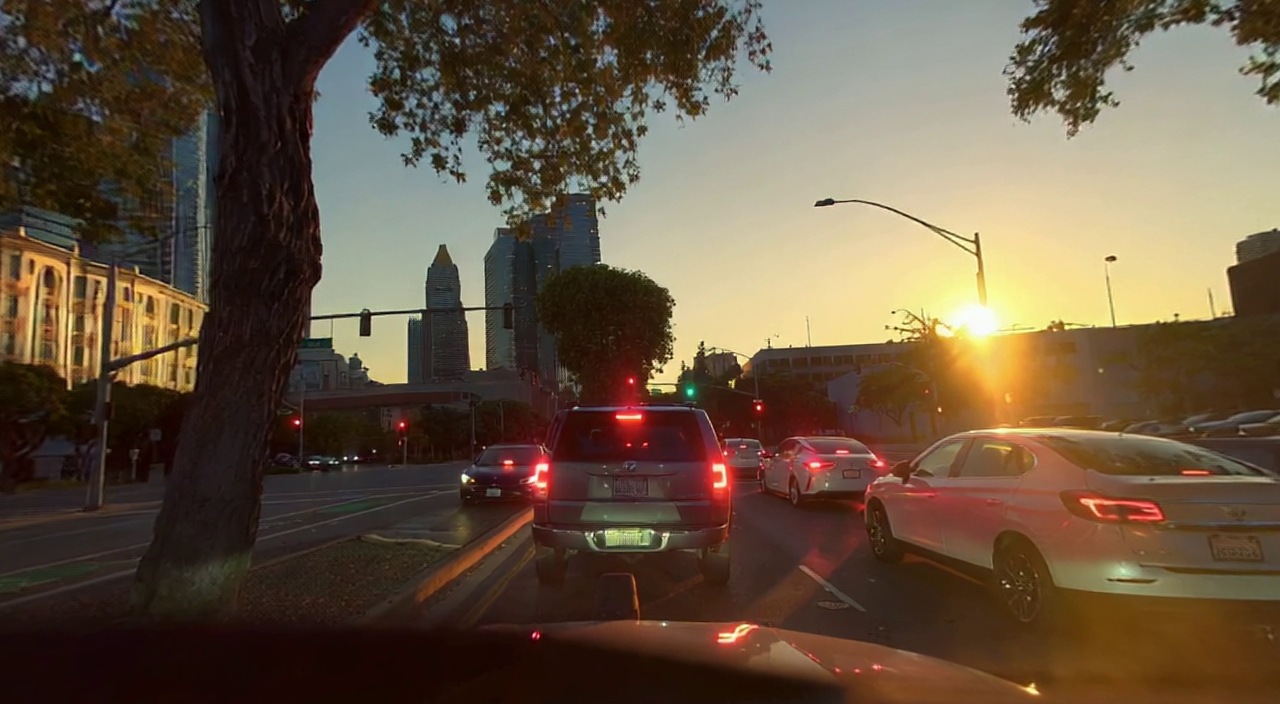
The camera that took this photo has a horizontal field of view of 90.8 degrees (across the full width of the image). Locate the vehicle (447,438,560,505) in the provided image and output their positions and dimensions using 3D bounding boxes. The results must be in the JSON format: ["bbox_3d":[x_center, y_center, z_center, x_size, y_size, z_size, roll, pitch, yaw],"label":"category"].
[{"bbox_3d":[-3.314,2.981,16.219,1.913,1.464,4.276,0,-8,0],"label":"vehicle"}]

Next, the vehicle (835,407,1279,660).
[{"bbox_3d":[3.643,1.408,6.082,1.995,1.483,4.533,0,-8,-1],"label":"vehicle"}]

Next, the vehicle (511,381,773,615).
[{"bbox_3d":[-0.038,1.464,7.273,2.038,1.819,4.505,0,-8,-1],"label":"vehicle"}]

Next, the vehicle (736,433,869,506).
[{"bbox_3d":[3.644,2.708,15.060,1.940,1.474,4.234,0,-8,-1],"label":"vehicle"}]
